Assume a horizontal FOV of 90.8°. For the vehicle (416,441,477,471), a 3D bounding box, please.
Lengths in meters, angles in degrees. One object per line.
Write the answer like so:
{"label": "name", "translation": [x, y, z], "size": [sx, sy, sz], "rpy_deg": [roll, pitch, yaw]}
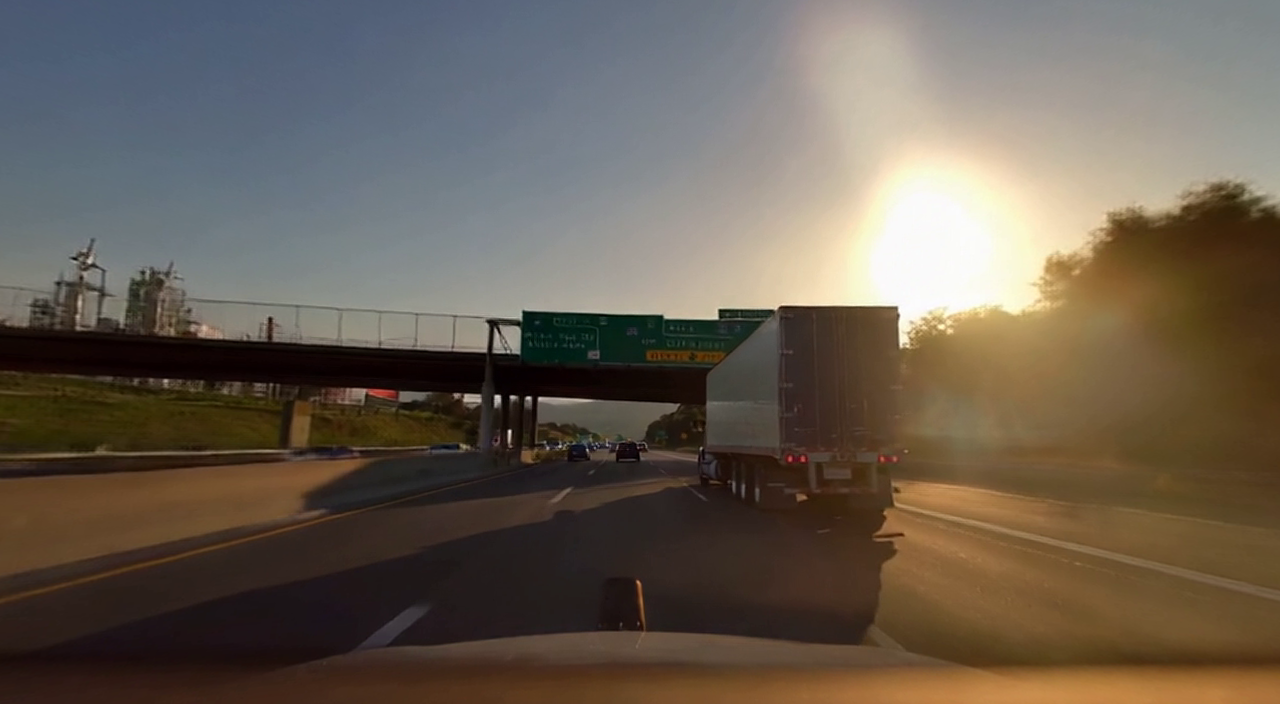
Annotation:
{"label": "vehicle", "translation": [-10.743, 5.807, 35.404], "size": [2.069, 1.556, 4.512], "rpy_deg": [0, -9, -1]}

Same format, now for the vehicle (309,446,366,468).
{"label": "vehicle", "translation": [-21.359, 7.420, 44.849], "size": [1.916, 1.494, 4.497], "rpy_deg": [0, -9, -1]}

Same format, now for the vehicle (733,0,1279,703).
{"label": "vehicle", "translation": [3.432, -0.088, 4.525], "size": [2.996, 4.123, 15.965], "rpy_deg": [0, -9, 0]}

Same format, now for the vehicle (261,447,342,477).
{"label": "vehicle", "translation": [-17.679, 5.726, 33.242], "size": [1.829, 1.454, 4.419], "rpy_deg": [0, -9, -1]}

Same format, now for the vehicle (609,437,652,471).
{"label": "vehicle", "translation": [-0.529, 5.432, 33.883], "size": [2.191, 1.685, 4.015], "rpy_deg": [0, -9, -1]}
